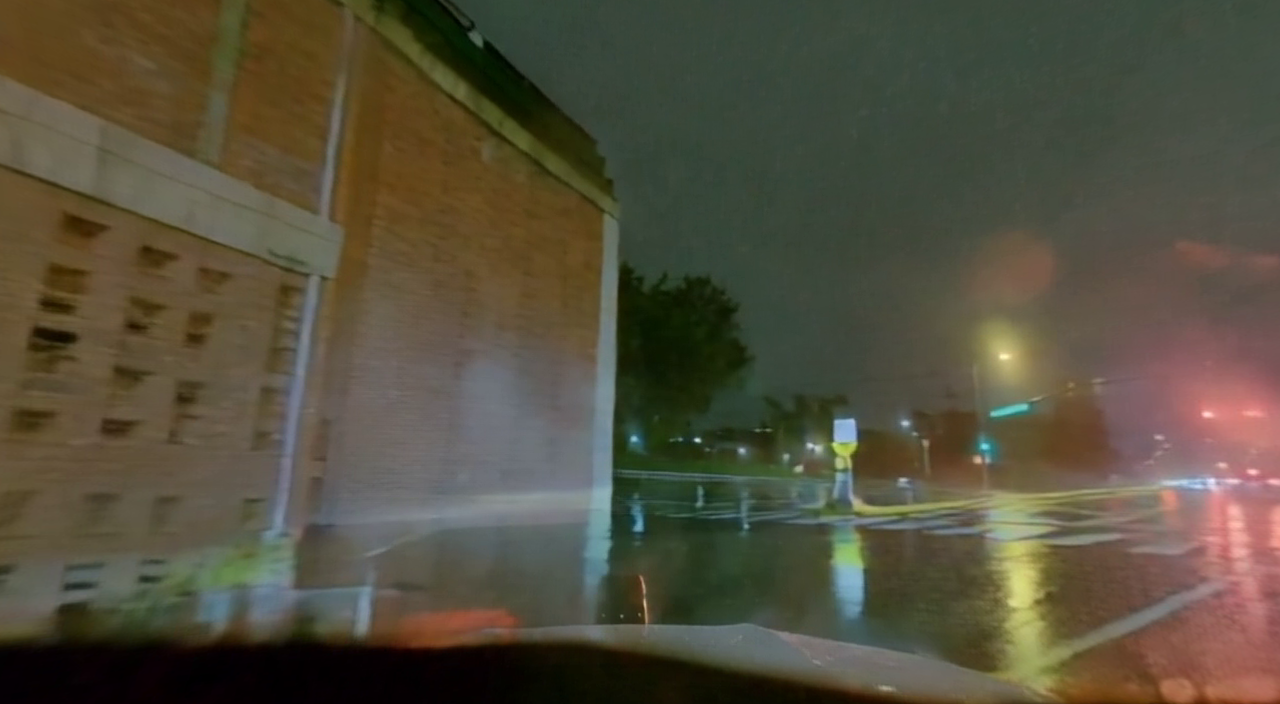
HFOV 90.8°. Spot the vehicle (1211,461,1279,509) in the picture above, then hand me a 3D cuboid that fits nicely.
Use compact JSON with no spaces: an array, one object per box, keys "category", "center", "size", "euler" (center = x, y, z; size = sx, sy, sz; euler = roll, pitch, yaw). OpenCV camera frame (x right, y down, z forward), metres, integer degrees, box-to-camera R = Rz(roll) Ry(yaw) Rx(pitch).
[{"category":"vehicle","center":[24.686,5.234,25.191],"size":[4.551,1.657,2.218],"euler":[8,-11,-41]}]
